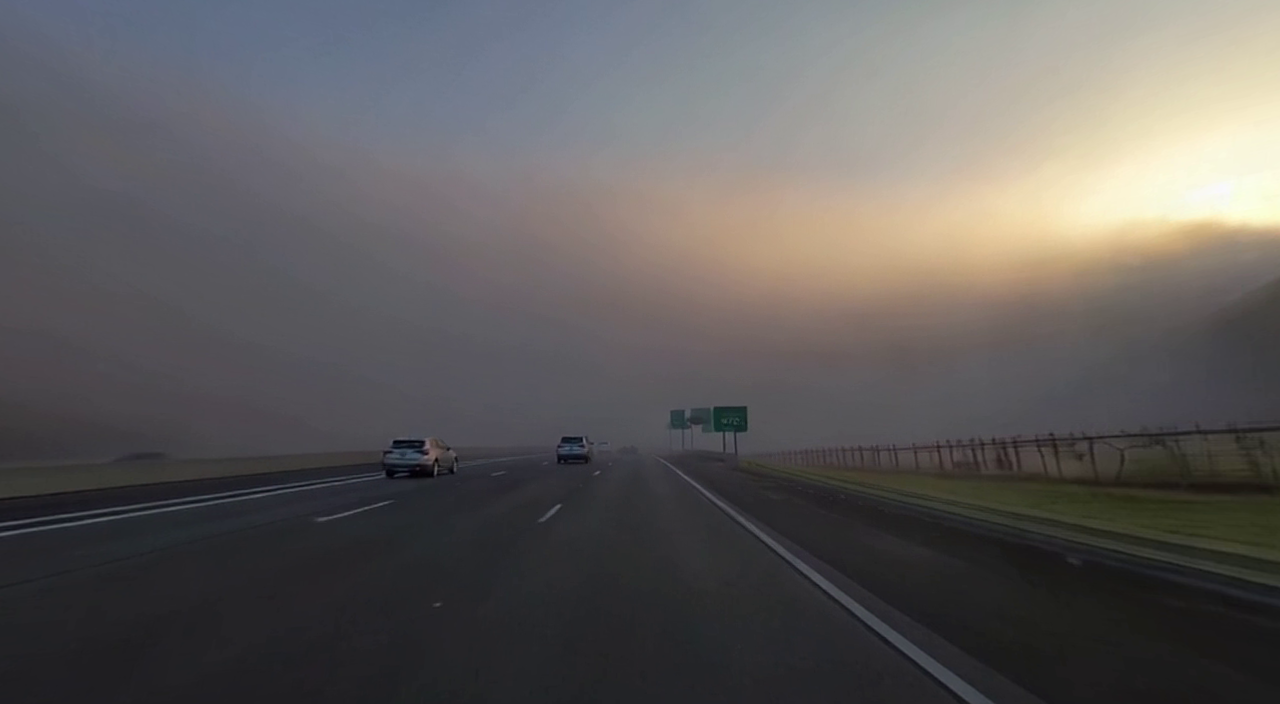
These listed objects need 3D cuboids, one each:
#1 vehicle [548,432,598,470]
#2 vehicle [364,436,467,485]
[{"bbox_3d":[-3.283,4.975,31.839,2.029,1.753,4.718,0,-8,0],"label":"vehicle"},{"bbox_3d":[-7.607,3.698,21.960,1.930,1.508,4.567,0,-8,0],"label":"vehicle"}]
